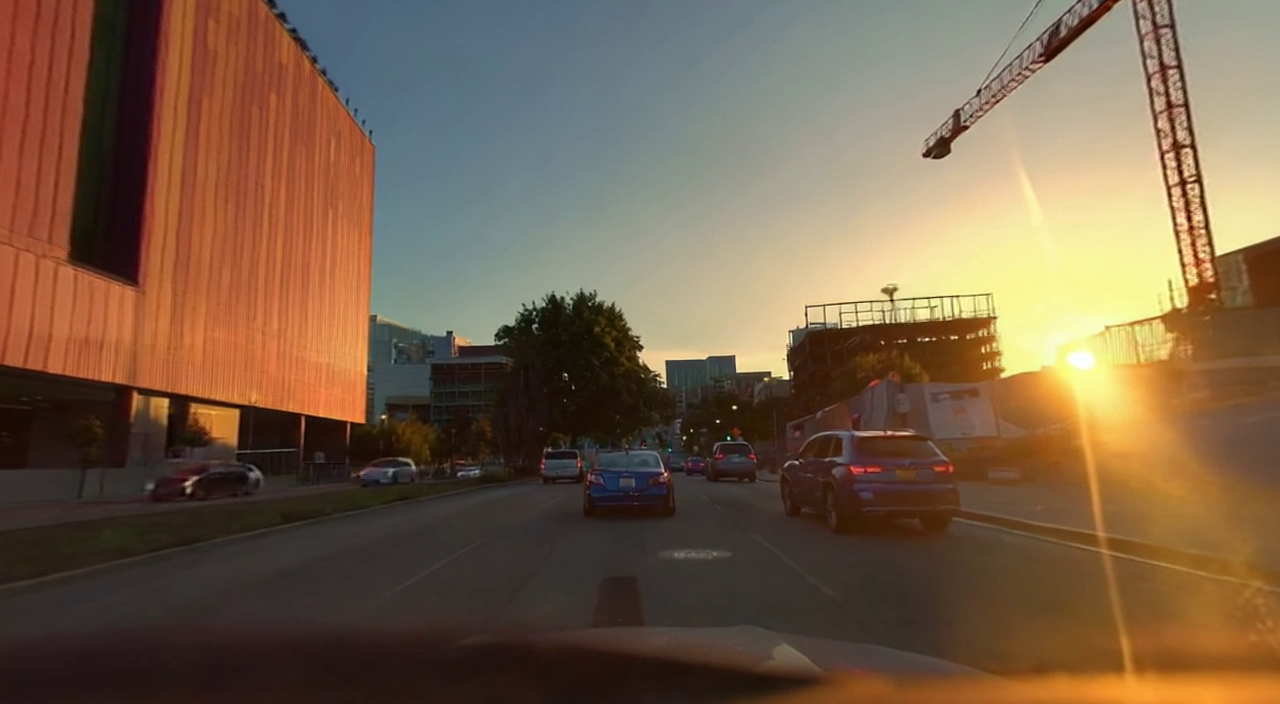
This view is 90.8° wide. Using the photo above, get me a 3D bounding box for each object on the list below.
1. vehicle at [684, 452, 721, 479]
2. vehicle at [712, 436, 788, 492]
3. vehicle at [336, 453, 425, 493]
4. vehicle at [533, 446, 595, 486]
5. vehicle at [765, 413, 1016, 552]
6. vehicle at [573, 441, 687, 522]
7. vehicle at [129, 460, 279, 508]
[{"bbox_3d":[4.091,7.509,42.035,2.115,1.636,4.104,0,-8,2],"label":"vehicle"},{"bbox_3d":[4.088,4.240,24.335,2.124,1.896,4.914,0,-8,1],"label":"vehicle"},{"bbox_3d":[-12.390,5.774,30.527,2.202,1.714,4.509,-1,-8,3],"label":"vehicle"},{"bbox_3d":[-3.462,5.284,29.557,2.201,1.691,4.305,0,-8,2],"label":"vehicle"},{"bbox_3d":[3.760,2.062,10.745,2.185,1.797,4.934,0,-8,-1],"label":"vehicle"},{"bbox_3d":[-0.148,2.757,14.029,2.131,1.496,4.193,0,-8,1],"label":"vehicle"},{"bbox_3d":[-16.056,4.850,23.671,2.078,1.496,4.769,0,-8,2],"label":"vehicle"}]
